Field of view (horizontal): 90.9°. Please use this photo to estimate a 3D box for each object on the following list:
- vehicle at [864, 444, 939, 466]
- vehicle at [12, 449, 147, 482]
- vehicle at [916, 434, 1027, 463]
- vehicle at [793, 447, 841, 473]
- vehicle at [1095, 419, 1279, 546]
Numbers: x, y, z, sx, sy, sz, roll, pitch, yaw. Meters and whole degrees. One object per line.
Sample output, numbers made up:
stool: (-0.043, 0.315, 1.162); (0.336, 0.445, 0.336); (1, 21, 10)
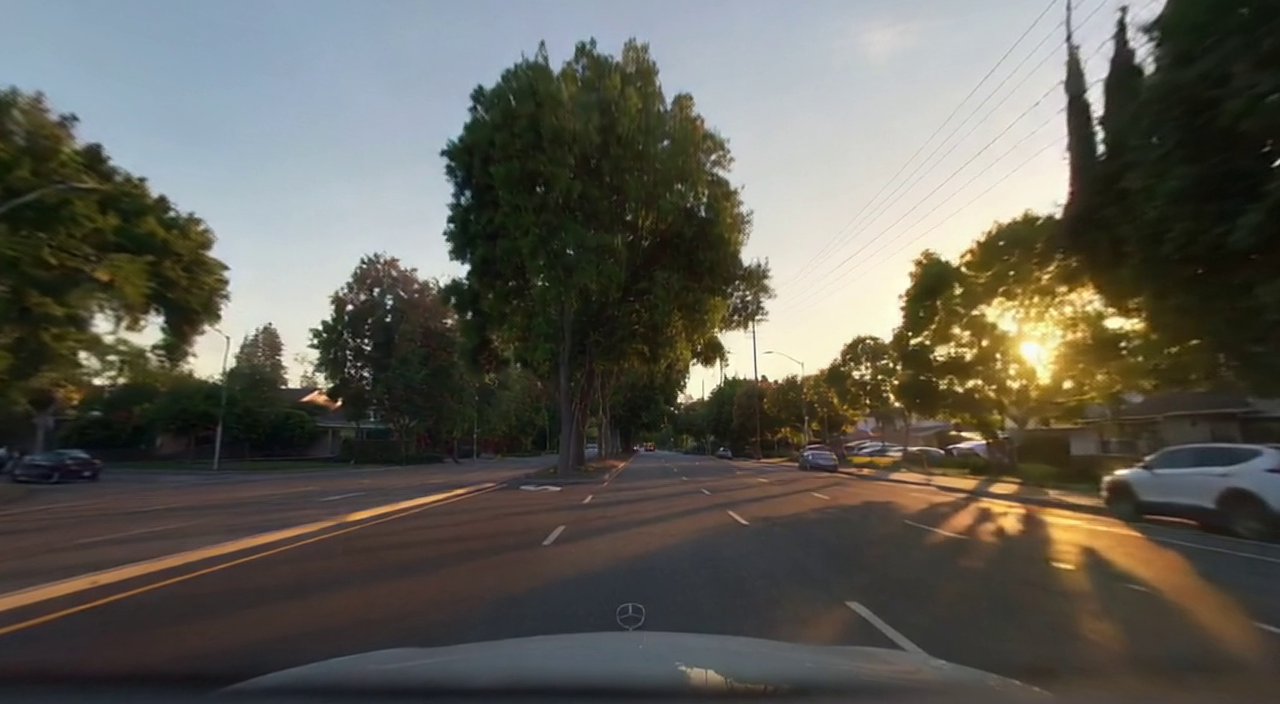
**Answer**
vehicle: (20.141, 7.939, 48.740); (4.897, 1.608, 2.005); (0, -8, 0)
vehicle: (-28.175, 5.686, 31.789); (4.722, 1.533, 2.182); (0, -8, 0)
vehicle: (23.169, 6.753, 44.271); (6.075, 1.933, 3.018); (0, -8, 1)
vehicle: (11.981, 7.345, 43.016); (1.929, 1.489, 4.777); (4, -8, 1)
vehicle: (11.655, 2.406, 12.237); (2.568, 2.038, 4.088); (0, -8, 2)
